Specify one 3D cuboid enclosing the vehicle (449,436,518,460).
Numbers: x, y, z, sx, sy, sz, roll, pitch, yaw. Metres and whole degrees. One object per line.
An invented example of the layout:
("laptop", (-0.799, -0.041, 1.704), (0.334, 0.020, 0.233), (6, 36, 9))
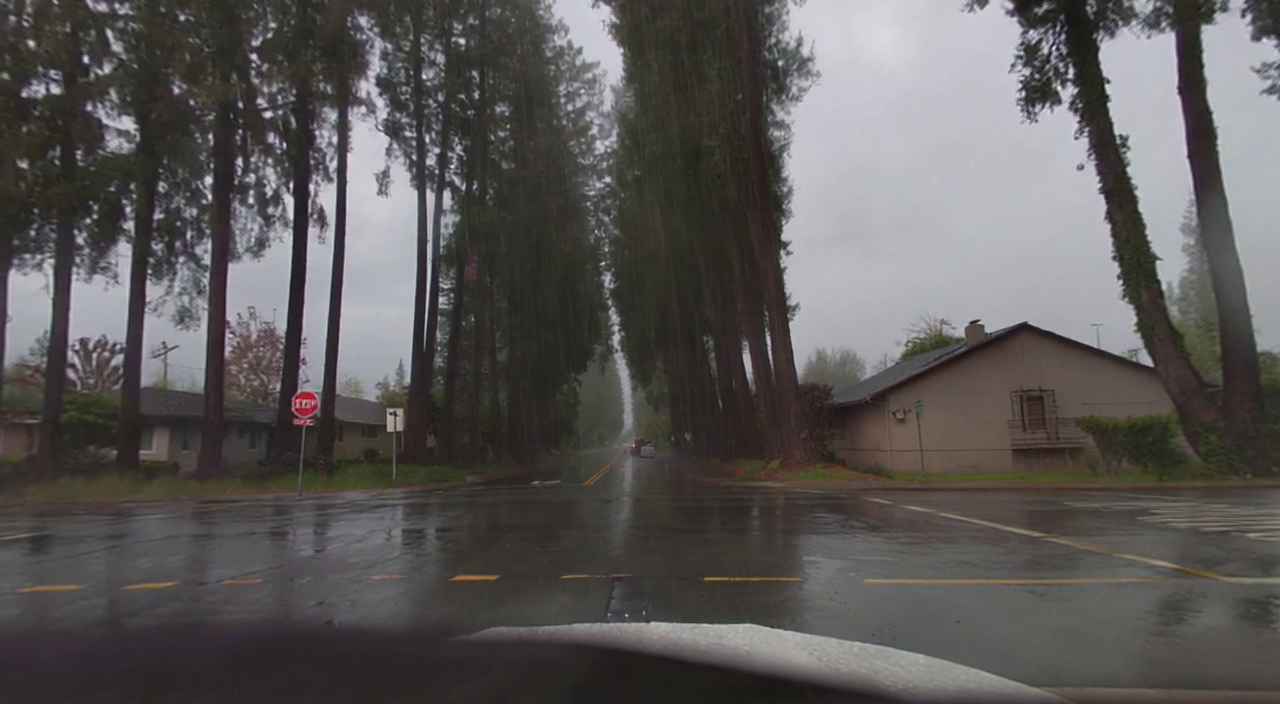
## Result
("vehicle", (-11.668, 7.202, 47.244), (4.622, 1.782, 1.836), (0, -8, 1))
